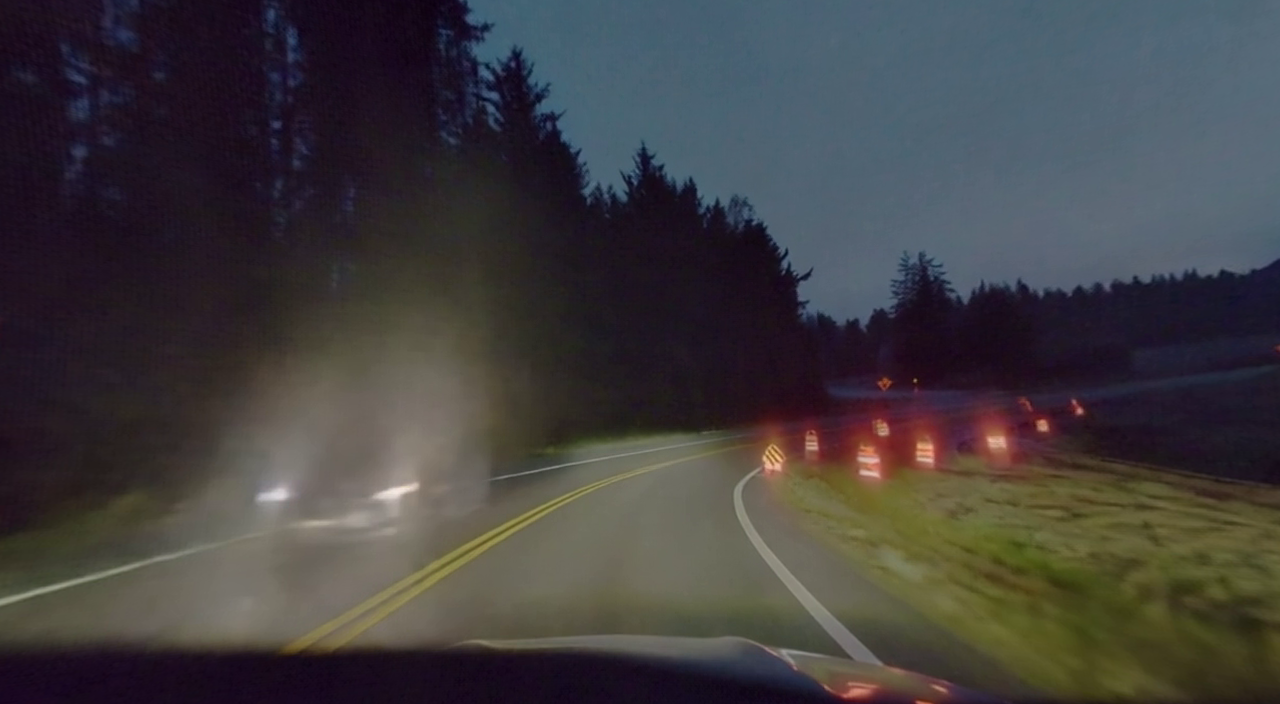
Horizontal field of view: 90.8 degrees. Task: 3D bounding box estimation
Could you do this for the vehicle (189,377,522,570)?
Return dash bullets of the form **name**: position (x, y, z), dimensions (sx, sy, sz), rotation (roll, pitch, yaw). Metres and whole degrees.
- **vehicle**: position (-3.381, 1.594, 8.943), dimensions (2.095, 1.939, 4.857), rotation (-1, -9, 5)
